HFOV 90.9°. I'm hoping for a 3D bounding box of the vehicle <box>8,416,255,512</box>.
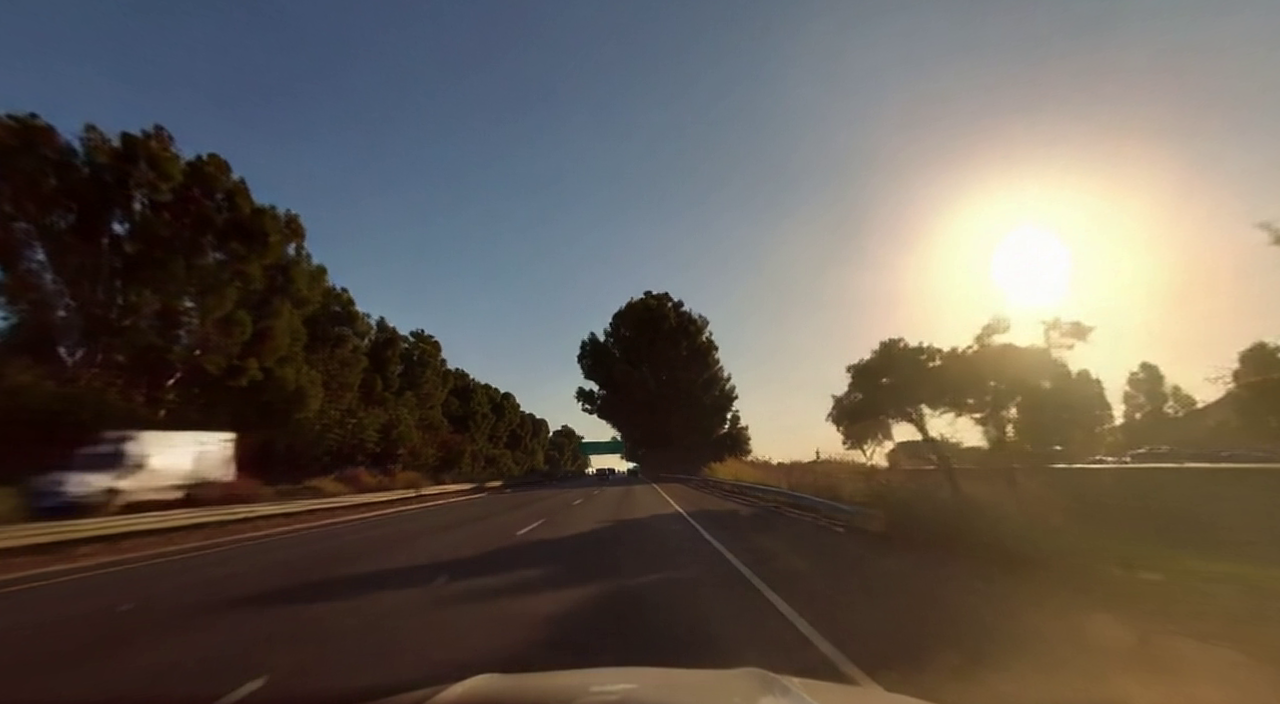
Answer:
[{"bbox_3d":[-17.745,4.078,22.935,2.657,2.861,7.458,1,-11,0],"label":"vehicle"}]
